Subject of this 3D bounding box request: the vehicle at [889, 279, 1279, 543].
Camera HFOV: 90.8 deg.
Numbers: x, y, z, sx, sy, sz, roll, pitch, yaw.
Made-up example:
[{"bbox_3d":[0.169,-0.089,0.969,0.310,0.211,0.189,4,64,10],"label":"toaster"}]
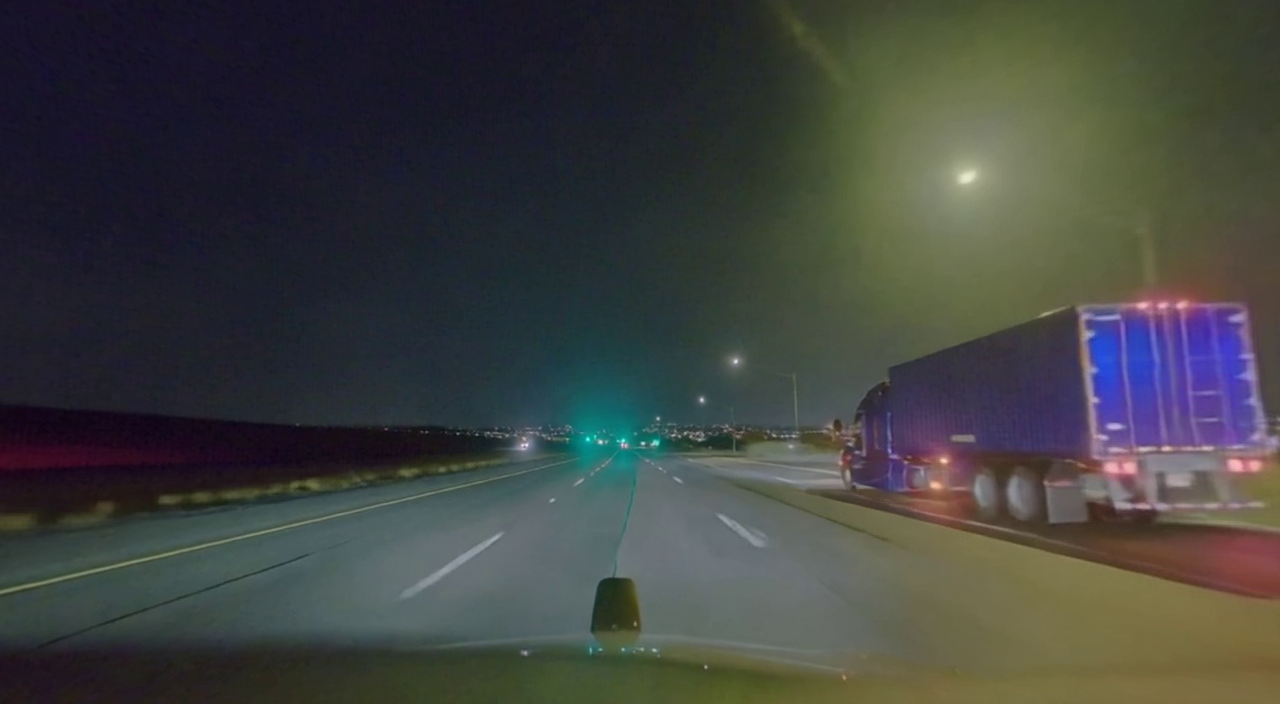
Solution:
[{"bbox_3d":[7.179,1.181,10.876,2.627,3.011,7.287,0,-9,-1],"label":"vehicle"}]
